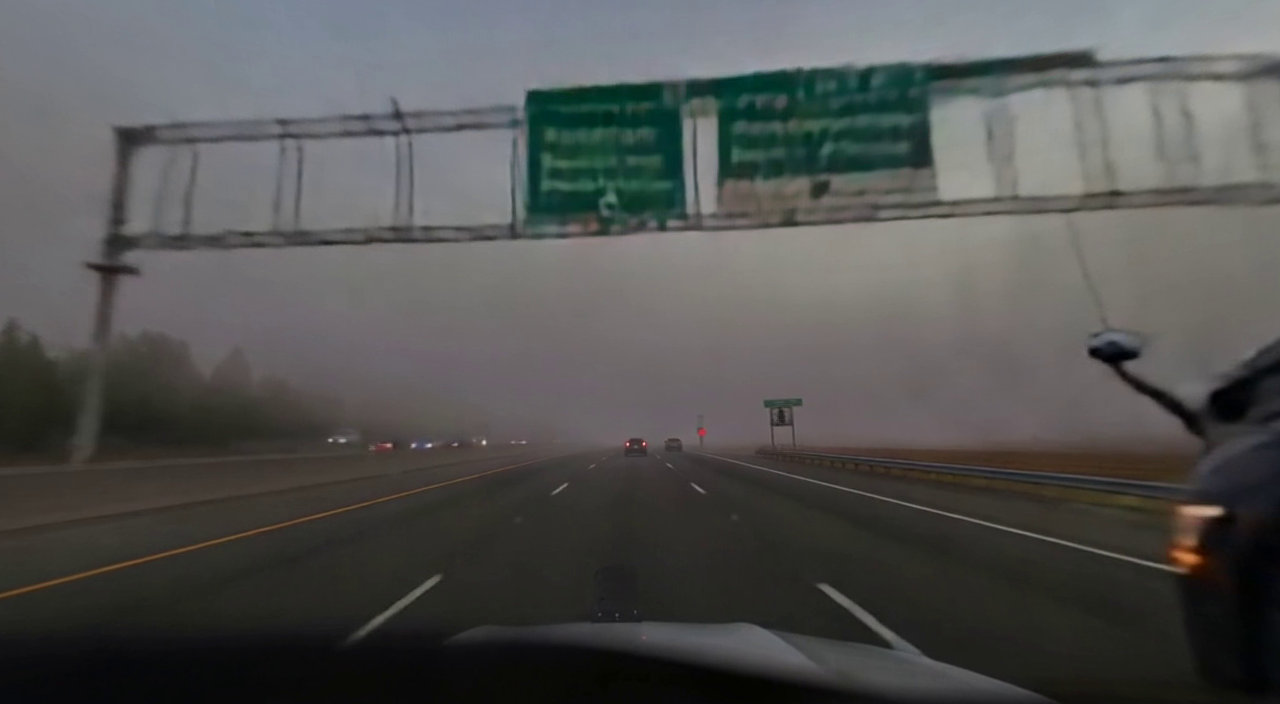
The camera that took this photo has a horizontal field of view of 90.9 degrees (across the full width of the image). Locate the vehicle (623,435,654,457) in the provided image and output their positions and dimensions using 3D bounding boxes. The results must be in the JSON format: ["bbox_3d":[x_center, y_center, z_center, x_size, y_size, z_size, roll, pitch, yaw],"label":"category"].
[{"bbox_3d":[-0.129,6.717,45.270,2.140,1.475,3.969,0,-8,0],"label":"vehicle"}]

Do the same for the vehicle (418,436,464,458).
[{"bbox_3d":[-14.154,6.754,44.955,1.976,1.489,3.932,0,-8,1],"label":"vehicle"}]

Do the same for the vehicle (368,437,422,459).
[{"bbox_3d":[-18.320,7.183,47.334,2.050,1.481,4.906,0,-8,1],"label":"vehicle"}]
